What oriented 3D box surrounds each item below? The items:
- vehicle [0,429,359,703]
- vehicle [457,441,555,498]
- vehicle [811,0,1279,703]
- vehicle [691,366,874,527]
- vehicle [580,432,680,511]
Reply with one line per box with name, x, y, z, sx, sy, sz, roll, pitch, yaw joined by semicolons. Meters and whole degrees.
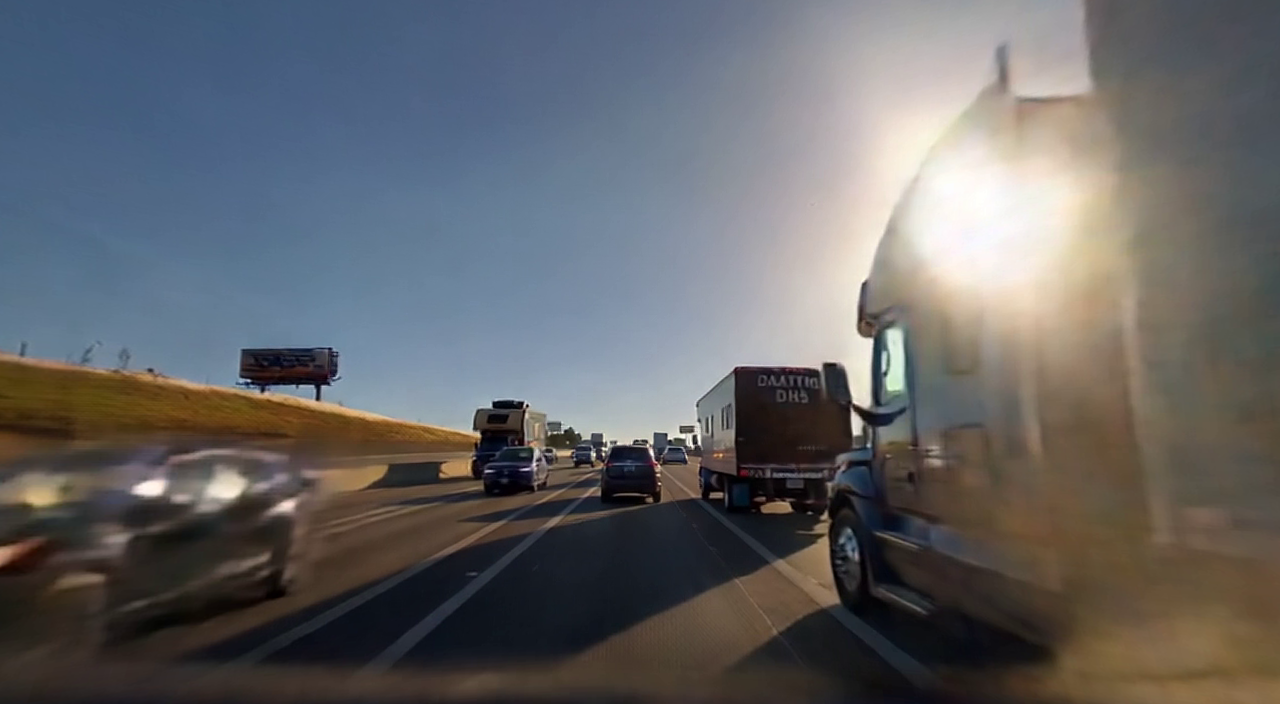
vehicle;-3.608;1.223;3.749;1.930;1.431;4.156;0;-9;0
vehicle;-4.096;3.692;20.191;2.023;1.576;4.784;0;-9;1
vehicle;3.188;-0.179;1.646;2.936;3.787;8.670;0;-9;0
vehicle;2.888;2.266;15.253;2.533;2.942;7.280;0;-9;-1
vehicle;-0.242;2.964;16.071;2.201;1.719;4.058;0;-9;-1
